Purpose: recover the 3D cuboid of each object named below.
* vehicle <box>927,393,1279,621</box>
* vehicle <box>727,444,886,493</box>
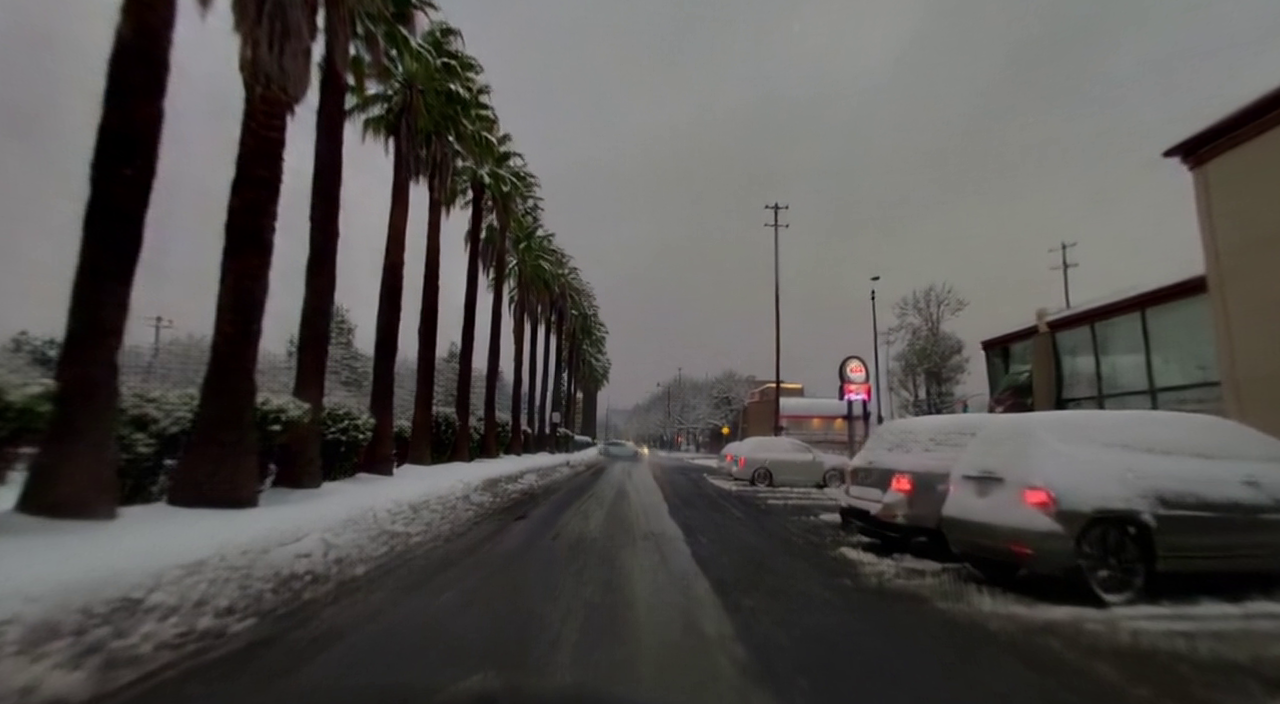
[{"bbox_3d":[5.675,1.394,6.194,4.743,1.800,1.952,0,-9,-3],"label":"vehicle"},{"bbox_3d":[5.532,3.891,21.364,4.742,1.506,1.919,0,-8,-5],"label":"vehicle"}]
